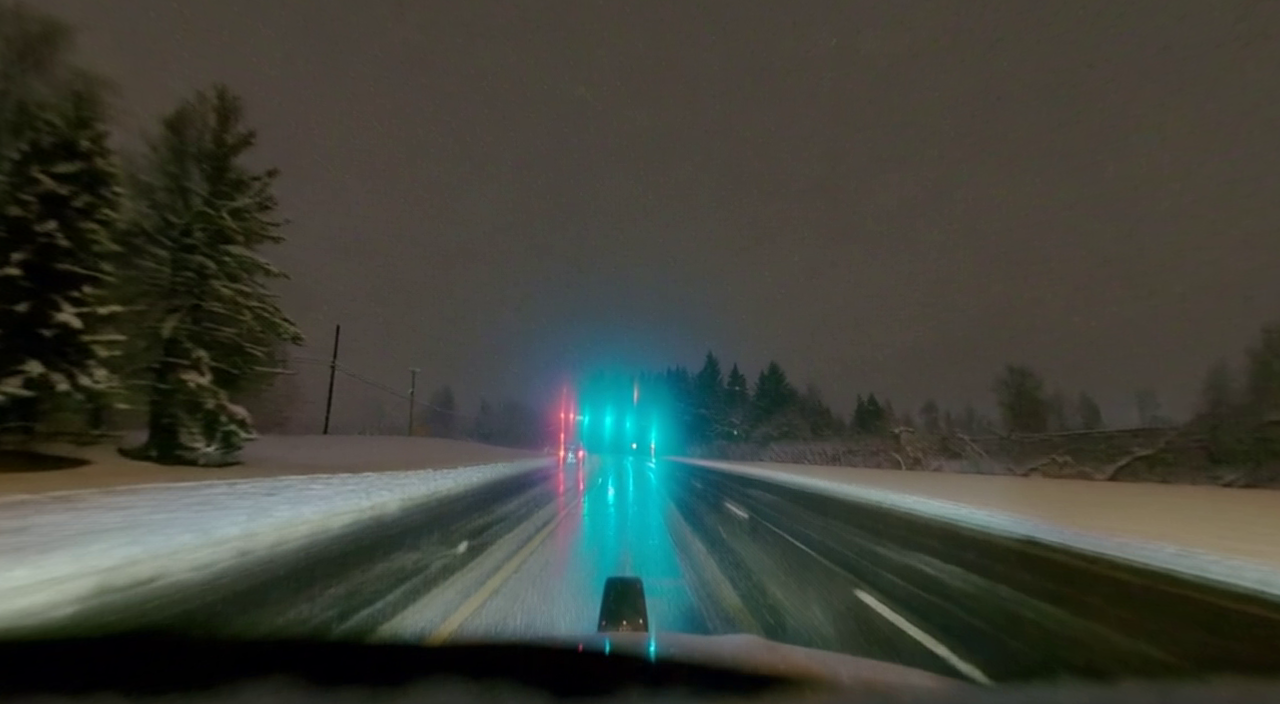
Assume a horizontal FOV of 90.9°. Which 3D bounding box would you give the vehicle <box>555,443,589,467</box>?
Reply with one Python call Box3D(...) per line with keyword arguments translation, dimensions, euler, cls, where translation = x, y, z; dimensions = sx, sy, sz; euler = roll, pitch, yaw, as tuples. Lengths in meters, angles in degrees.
Box3D(translation=(-4.496, 6.920, 42.385), dimensions=(1.968, 1.503, 4.443), euler=(1, -9, -3), cls="vehicle")
